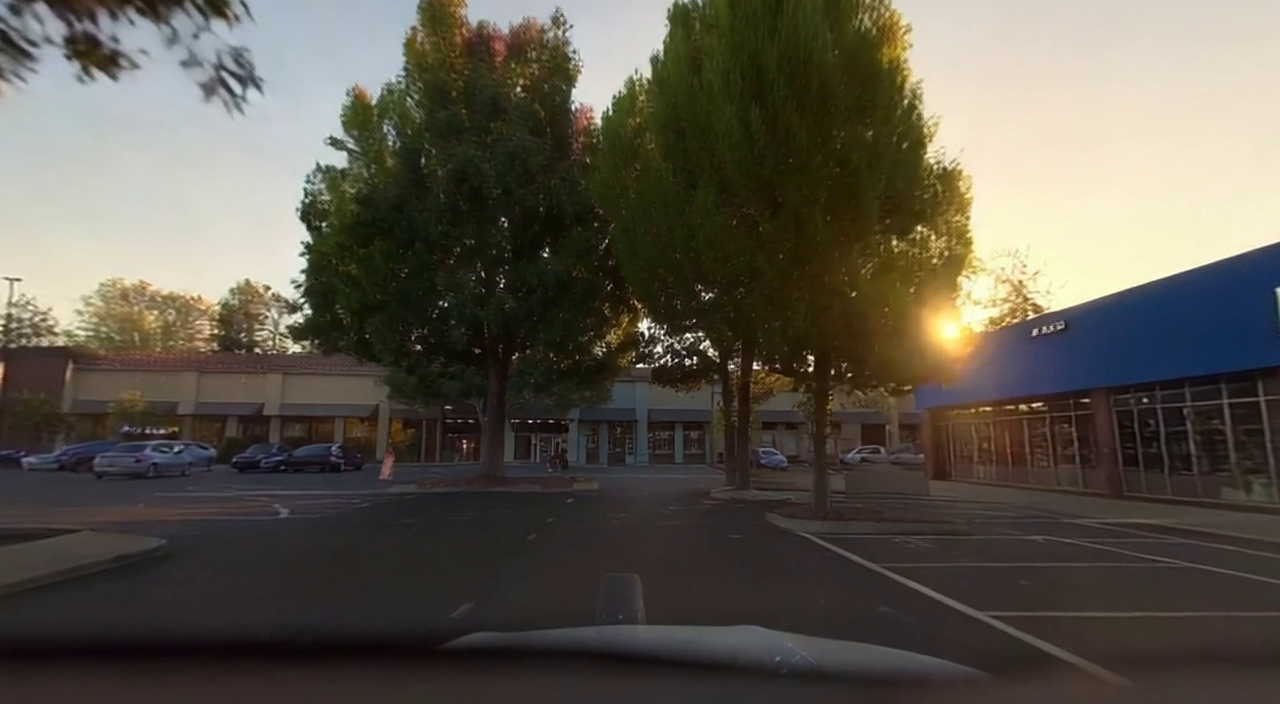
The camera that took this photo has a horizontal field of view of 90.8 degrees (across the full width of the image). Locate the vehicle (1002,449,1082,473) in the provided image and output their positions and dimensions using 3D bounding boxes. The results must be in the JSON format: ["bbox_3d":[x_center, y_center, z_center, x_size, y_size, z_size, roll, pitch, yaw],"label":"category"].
[{"bbox_3d":[26.843,7.276,42.373,1.845,1.463,4.399,1,-8,-12],"label":"vehicle"}]
